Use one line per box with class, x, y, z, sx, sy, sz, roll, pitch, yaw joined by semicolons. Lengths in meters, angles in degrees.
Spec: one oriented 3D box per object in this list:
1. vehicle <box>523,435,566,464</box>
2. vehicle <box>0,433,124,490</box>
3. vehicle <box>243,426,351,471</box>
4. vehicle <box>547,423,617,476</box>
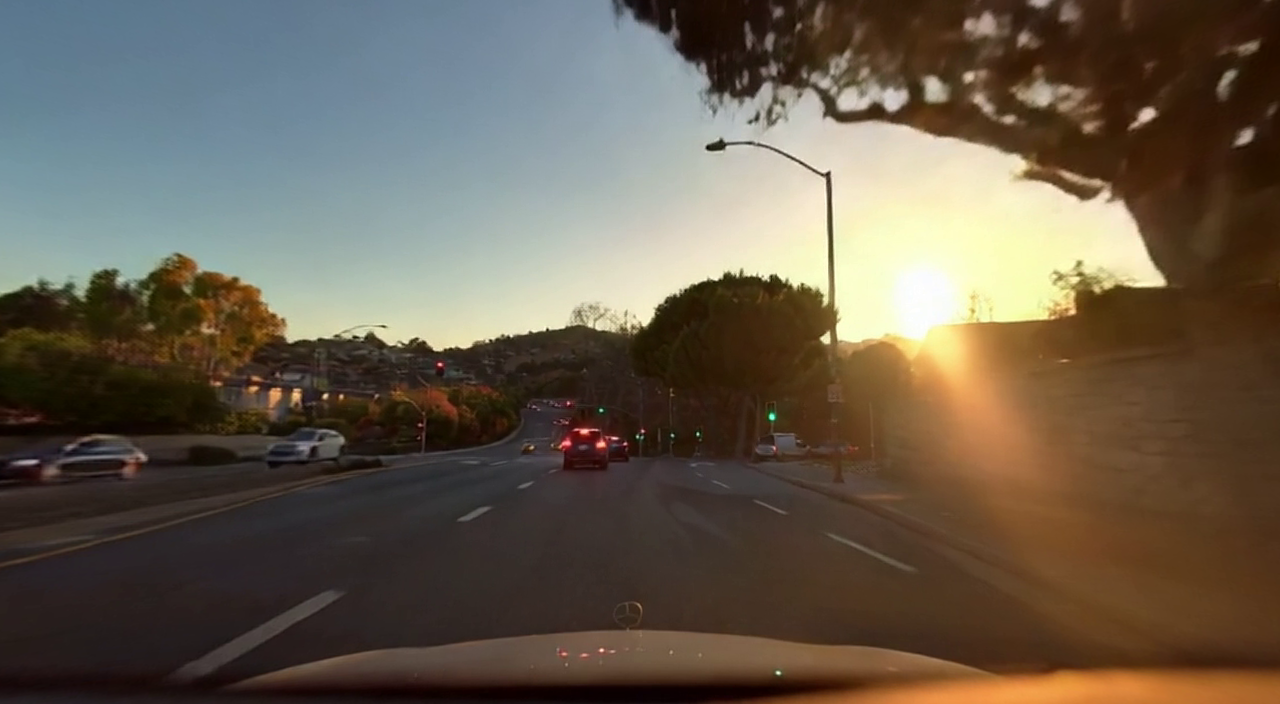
vehicle;-5.166;5.305;34.303;1.753;1.458;3.742;0;-8;0
vehicle;-19.084;3.366;19.758;1.924;1.598;4.652;1;-8;-4
vehicle;-15.031;4.254;27.884;2.086;1.797;4.749;0;-8;0
vehicle;-2.088;3.708;24.113;2.152;1.822;4.391;0;-8;2
